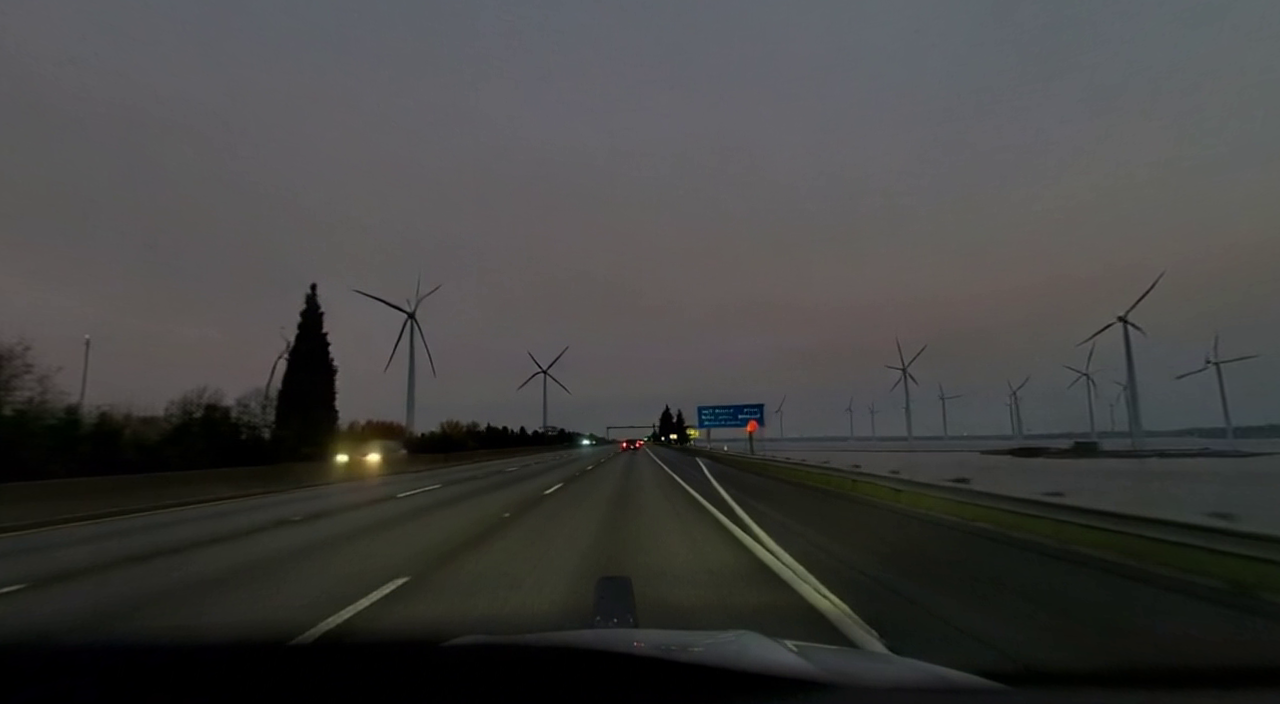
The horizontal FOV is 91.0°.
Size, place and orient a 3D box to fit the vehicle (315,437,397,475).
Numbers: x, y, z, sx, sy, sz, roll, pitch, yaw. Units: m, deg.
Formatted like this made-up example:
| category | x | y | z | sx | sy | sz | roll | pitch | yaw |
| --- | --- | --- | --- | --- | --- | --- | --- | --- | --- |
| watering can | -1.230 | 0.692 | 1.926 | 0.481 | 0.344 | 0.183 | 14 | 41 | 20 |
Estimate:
| category | x | y | z | sx | sy | sz | roll | pitch | yaw |
| --- | --- | --- | --- | --- | --- | --- | --- | --- | --- |
| vehicle | -13.360 | 4.910 | 29.903 | 1.953 | 1.654 | 4.122 | 0 | -8 | 0 |
